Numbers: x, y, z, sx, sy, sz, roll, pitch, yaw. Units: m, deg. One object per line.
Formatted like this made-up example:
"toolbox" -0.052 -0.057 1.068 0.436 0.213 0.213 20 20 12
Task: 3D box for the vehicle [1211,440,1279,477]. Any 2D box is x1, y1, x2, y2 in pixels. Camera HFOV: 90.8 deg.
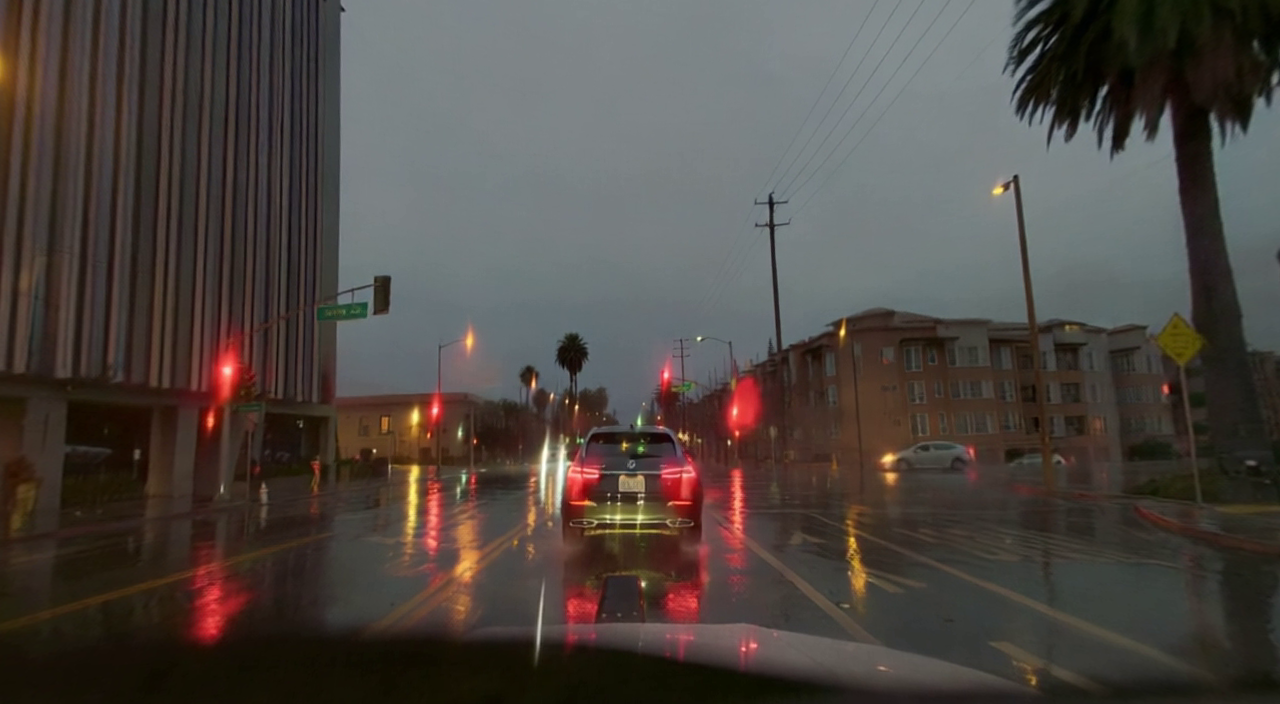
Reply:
"vehicle" 29.225 4.857 28.930 4.118 1.593 2.004 0 -8 -1

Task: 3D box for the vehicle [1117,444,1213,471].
"vehicle" 32.148 6.465 38.777 4.234 1.613 1.812 0 -8 -1

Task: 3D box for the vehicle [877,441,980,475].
"vehicle" 15.820 5.821 34.868 4.649 1.760 2.029 -1 -8 5

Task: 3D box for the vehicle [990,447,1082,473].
"vehicle" 24.211 6.599 38.686 4.417 1.462 1.761 0 -8 -1

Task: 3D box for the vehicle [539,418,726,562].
"vehicle" -0.085 1.869 9.223 2.144 1.643 3.770 0 -8 0
